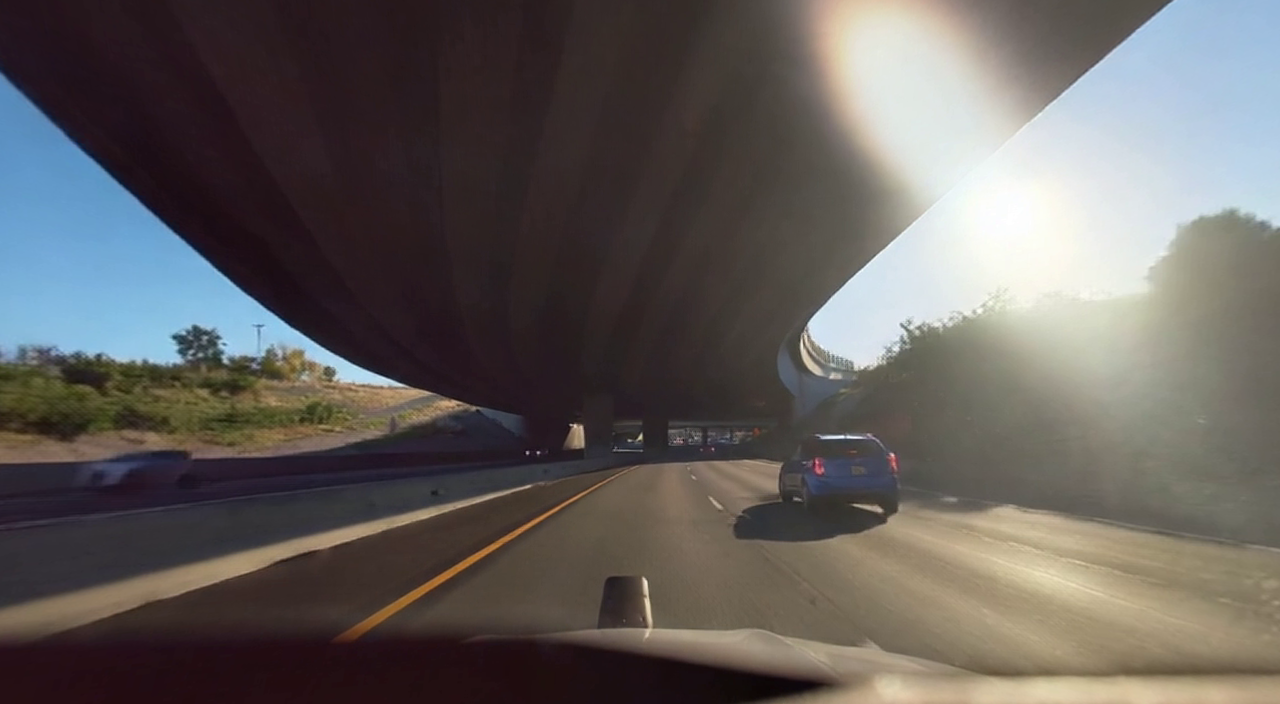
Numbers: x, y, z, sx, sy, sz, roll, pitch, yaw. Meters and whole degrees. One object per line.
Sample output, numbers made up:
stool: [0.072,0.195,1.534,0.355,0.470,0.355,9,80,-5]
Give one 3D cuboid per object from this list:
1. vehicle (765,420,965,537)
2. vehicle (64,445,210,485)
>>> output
vehicle: [3.826,2.231,11.724,2.143,1.730,4.303,0,-9,0]
vehicle: [-20.402,4.575,25.907,1.947,1.480,4.663,-1,-9,3]
